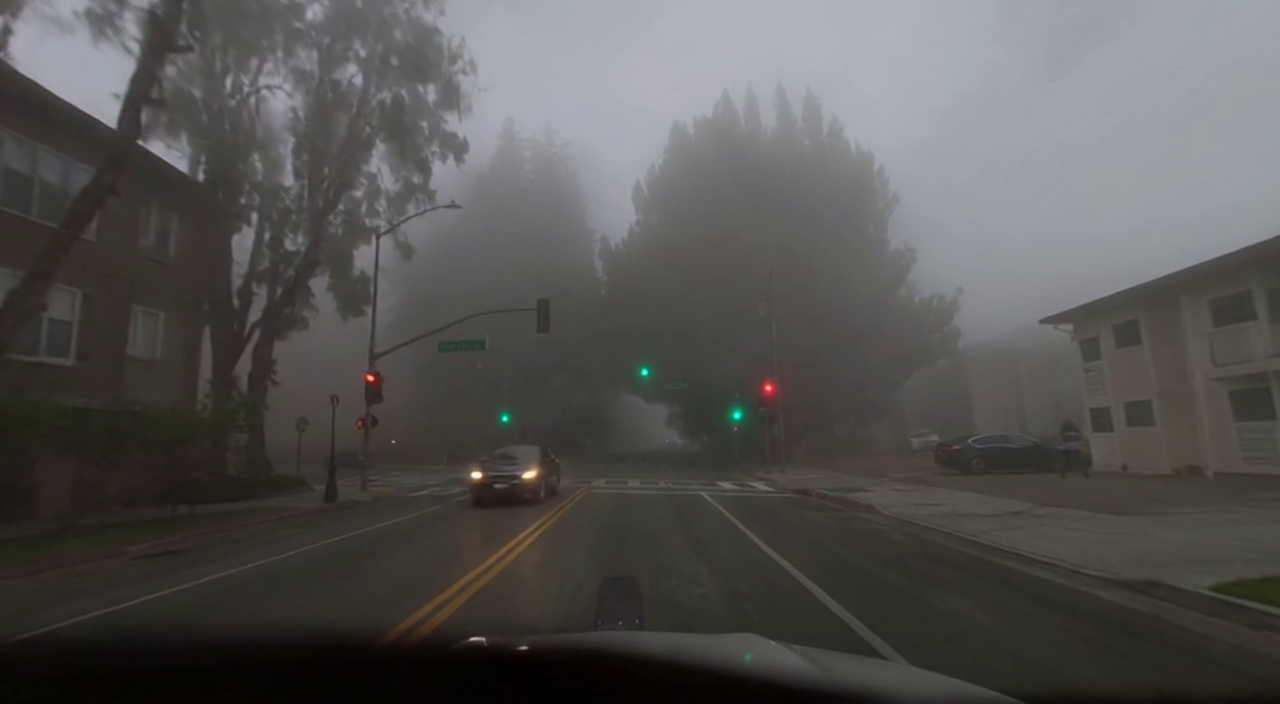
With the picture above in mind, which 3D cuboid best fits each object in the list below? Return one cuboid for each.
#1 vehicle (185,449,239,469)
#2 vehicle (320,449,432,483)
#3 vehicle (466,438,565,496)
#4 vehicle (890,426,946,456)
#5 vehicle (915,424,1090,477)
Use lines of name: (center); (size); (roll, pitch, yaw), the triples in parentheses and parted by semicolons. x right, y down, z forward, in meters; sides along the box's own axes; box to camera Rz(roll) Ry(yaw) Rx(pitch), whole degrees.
vehicle: (-32.983, 8.259, 48.810); (1.649, 1.428, 3.898); (1, -9, -5)
vehicle: (-11.705, 5.064, 28.136); (4.135, 1.424, 1.945); (-1, -9, 8)
vehicle: (-3.546, 3.370, 18.883); (2.015, 1.508, 4.353); (0, -9, 1)
vehicle: (17.096, 5.515, 39.100); (2.013, 1.722, 4.007); (-2, -9, 7)
vehicle: (12.748, 3.491, 22.457); (4.908, 1.521, 2.108); (-2, -9, -5)
